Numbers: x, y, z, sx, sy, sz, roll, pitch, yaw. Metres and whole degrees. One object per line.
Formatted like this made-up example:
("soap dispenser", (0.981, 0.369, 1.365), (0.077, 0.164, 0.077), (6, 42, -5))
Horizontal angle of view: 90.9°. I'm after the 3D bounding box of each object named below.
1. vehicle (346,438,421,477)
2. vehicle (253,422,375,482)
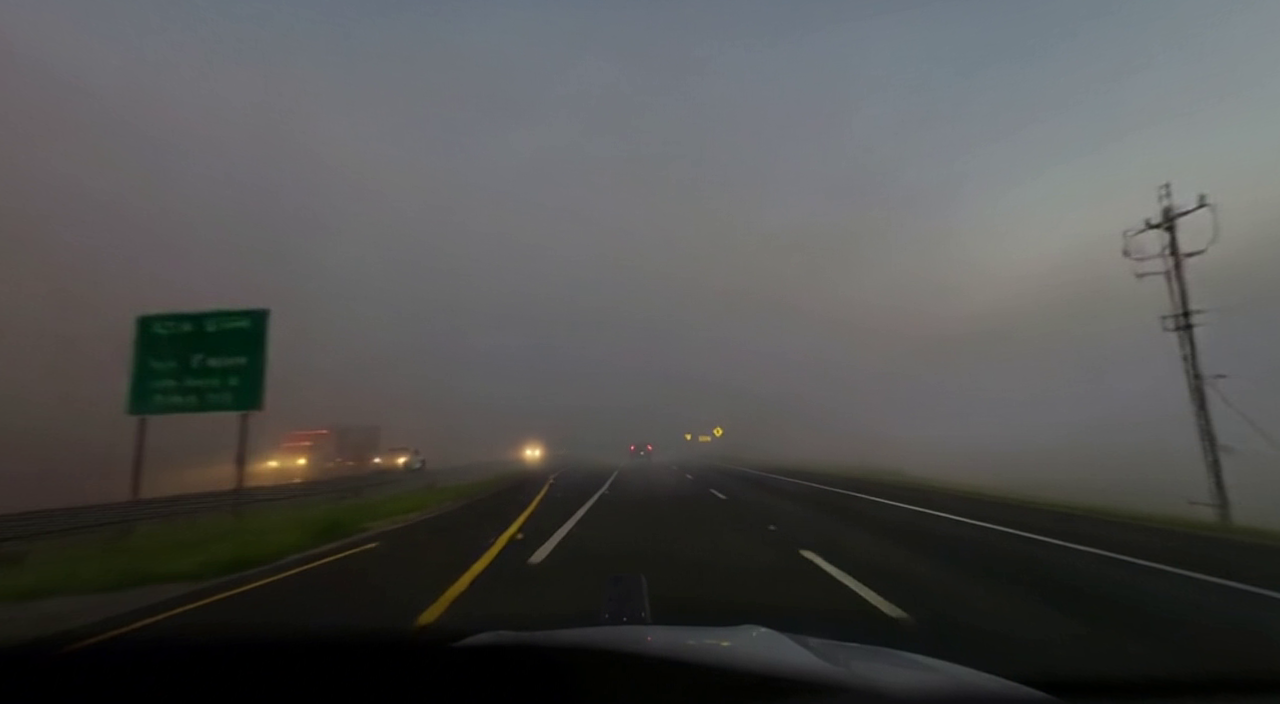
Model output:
("vehicle", (-16.338, 6.742, 40.575), (2.348, 2.282, 5.540), (-1, -8, 1))
("vehicle", (-20.845, 6.458, 41.194), (2.949, 3.403, 9.367), (0, -8, 0))
